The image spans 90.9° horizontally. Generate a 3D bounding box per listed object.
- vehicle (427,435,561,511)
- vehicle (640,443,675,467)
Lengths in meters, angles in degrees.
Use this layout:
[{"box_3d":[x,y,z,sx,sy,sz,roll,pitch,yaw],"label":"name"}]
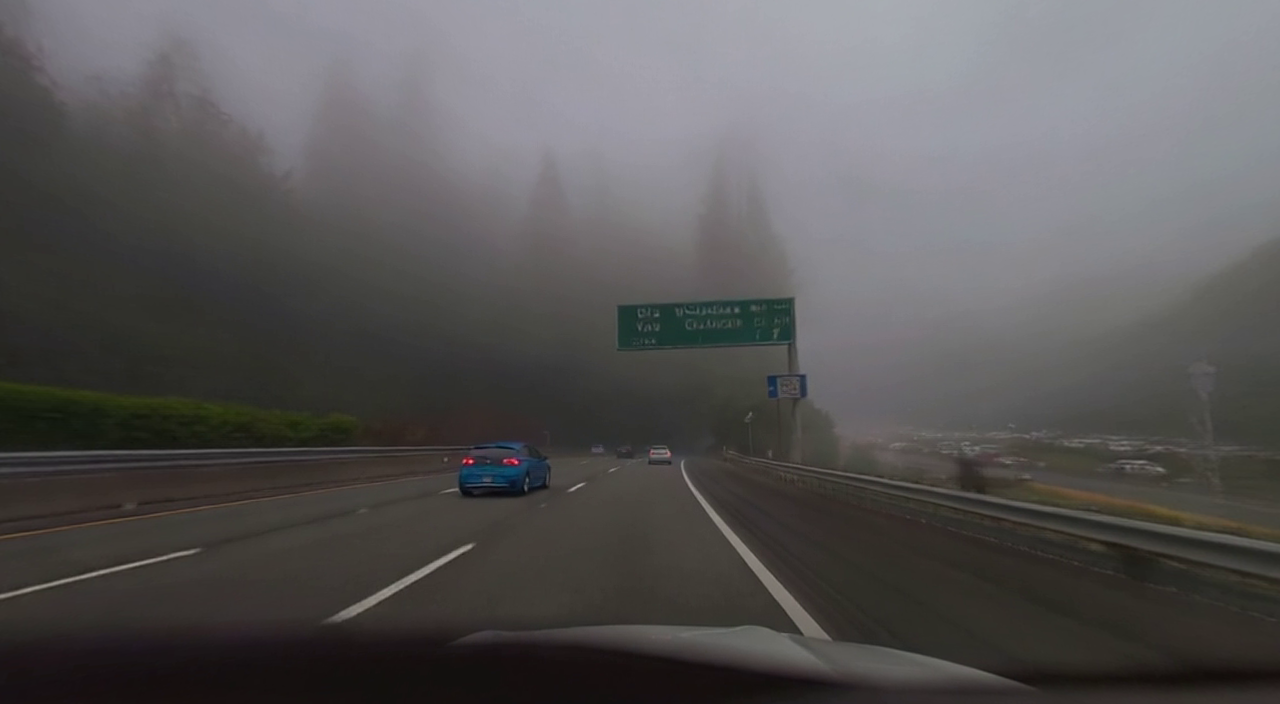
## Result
[{"box_3d":[-3.228,2.770,14.992,2.024,1.531,4.431,0,-8,1],"label":"vehicle"},{"box_3d":[1.166,6.546,40.297,2.113,1.464,4.073,0,-8,3],"label":"vehicle"}]
